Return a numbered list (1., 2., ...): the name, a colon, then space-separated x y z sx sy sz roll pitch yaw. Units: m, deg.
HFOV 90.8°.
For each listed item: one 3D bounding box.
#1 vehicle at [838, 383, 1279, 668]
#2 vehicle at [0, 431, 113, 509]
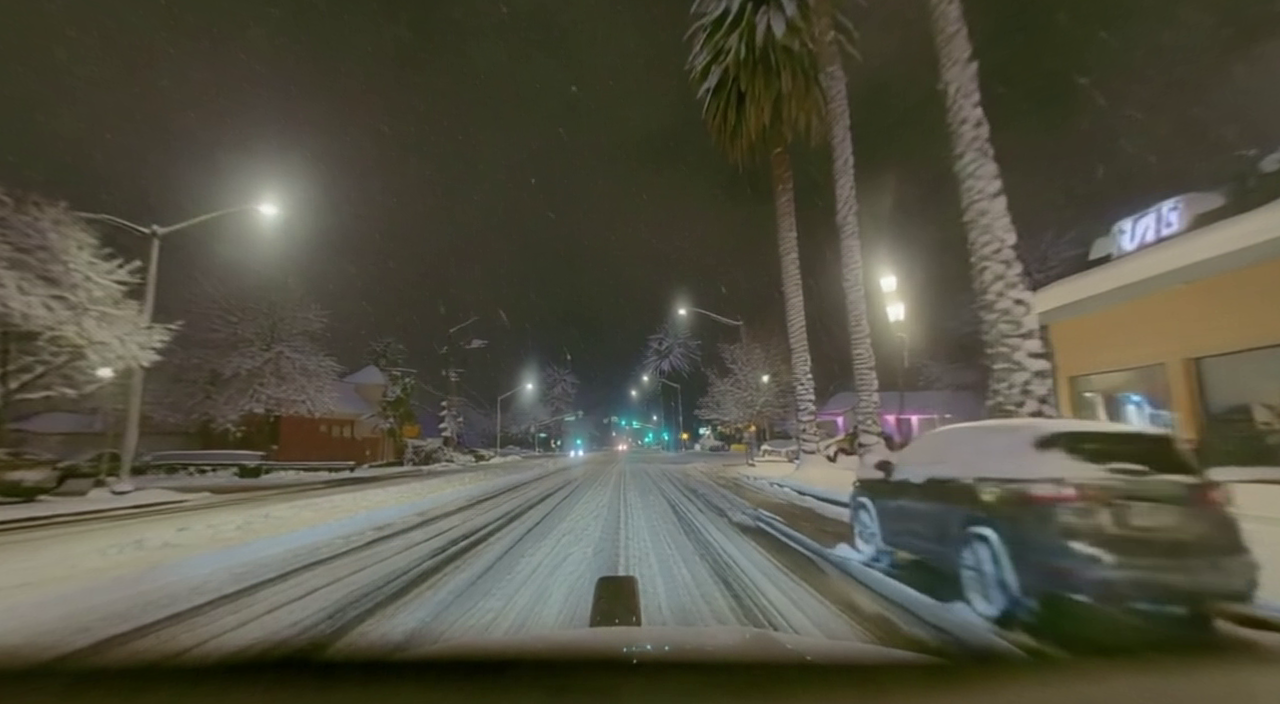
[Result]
1. vehicle: 3.761 1.407 6.165 2.138 1.743 4.363 1 -9 -2
2. vehicle: -19.411 3.687 20.195 6.167 2.125 2.526 -7 -10 38
